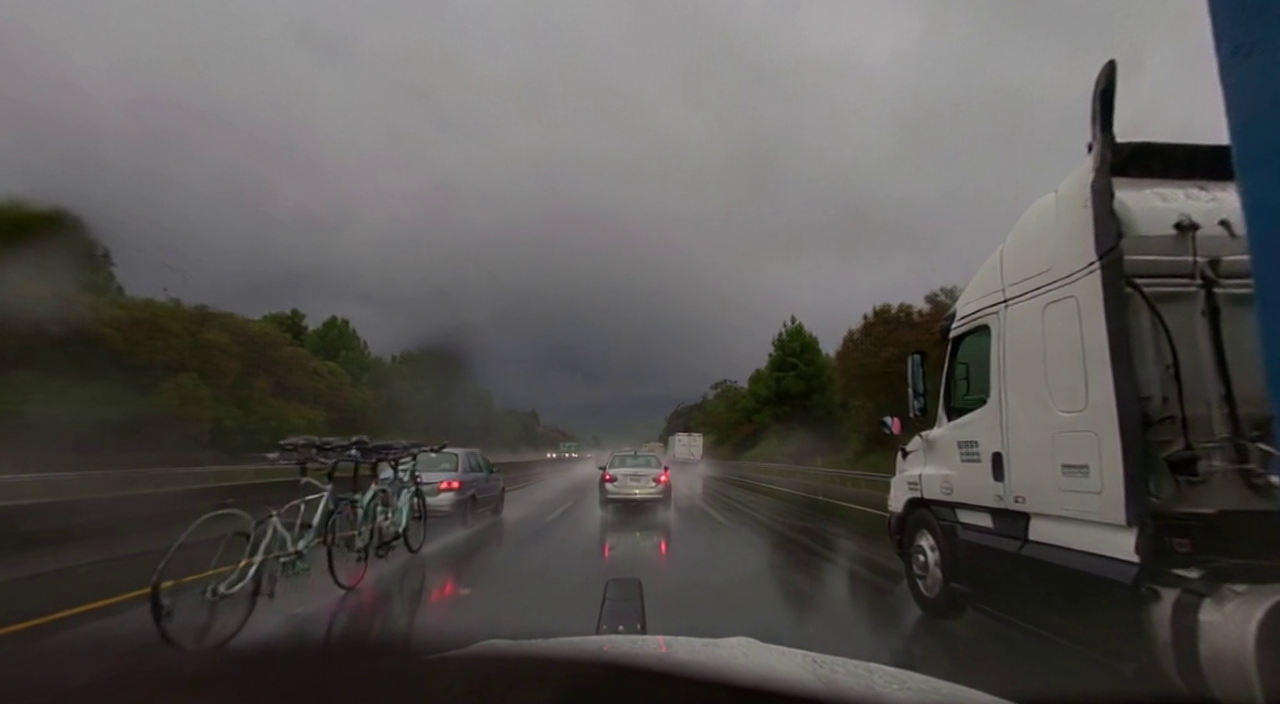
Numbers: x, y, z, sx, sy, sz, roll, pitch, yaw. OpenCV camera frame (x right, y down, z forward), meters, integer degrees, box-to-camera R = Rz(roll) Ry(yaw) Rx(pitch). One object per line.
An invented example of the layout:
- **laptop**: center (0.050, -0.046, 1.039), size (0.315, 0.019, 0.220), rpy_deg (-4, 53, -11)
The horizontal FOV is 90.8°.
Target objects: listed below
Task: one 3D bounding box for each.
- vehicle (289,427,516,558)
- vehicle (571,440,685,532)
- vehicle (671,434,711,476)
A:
- **vehicle**: center (-3.541, 2.191, 10.550), size (1.985, 1.671, 4.604), rpy_deg (0, -9, 0)
- **vehicle**: center (-0.237, 2.613, 12.748), size (1.973, 1.574, 3.426), rpy_deg (0, -9, -1)
- **vehicle**: center (3.440, 7.149, 43.859), size (2.234, 2.679, 5.372), rpy_deg (0, -9, -1)
